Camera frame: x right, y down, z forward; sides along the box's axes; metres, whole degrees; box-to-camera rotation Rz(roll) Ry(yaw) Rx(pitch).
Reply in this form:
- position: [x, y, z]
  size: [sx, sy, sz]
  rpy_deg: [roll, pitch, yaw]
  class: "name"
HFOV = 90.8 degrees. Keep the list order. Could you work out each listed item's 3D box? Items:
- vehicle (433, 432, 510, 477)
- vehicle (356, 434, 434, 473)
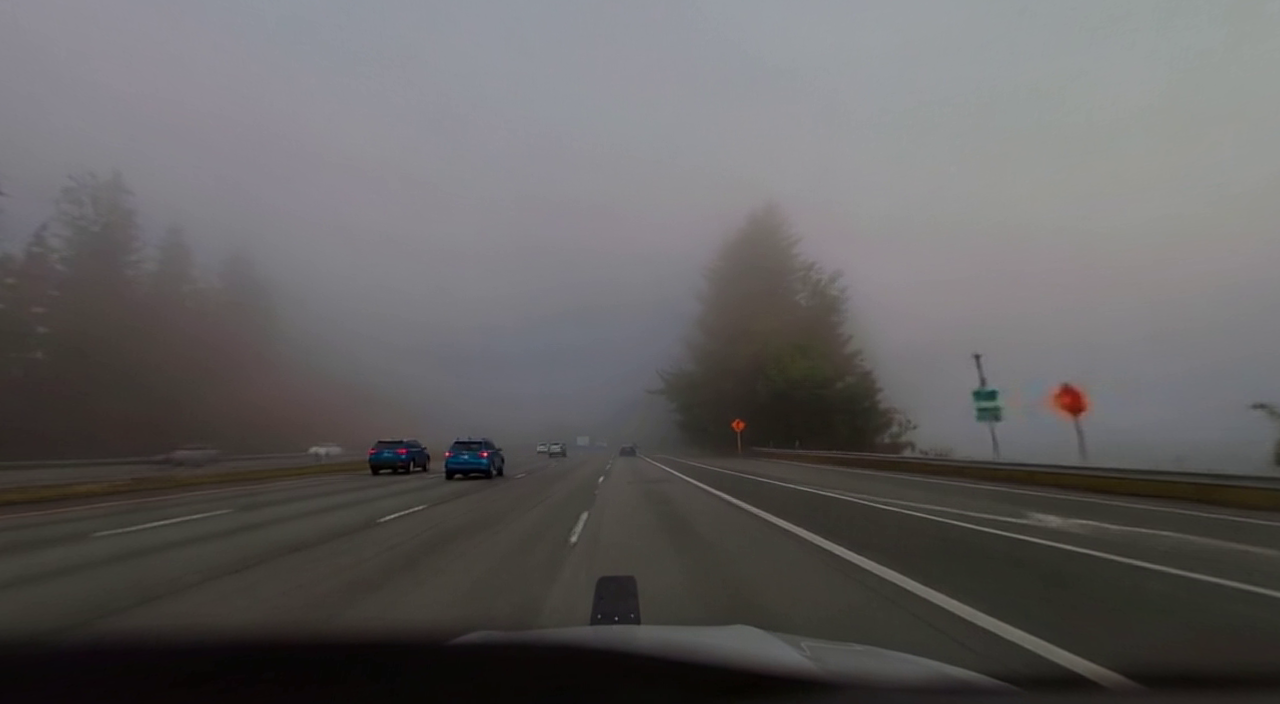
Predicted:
- position: [-7.132, 4.390, 27.260]
  size: [2.146, 1.766, 4.502]
  rpy_deg: [0, -9, -1]
  class: "vehicle"
- position: [-11.475, 4.795, 29.920]
  size: [2.016, 1.711, 4.365]
  rpy_deg: [0, -9, -1]
  class: "vehicle"
